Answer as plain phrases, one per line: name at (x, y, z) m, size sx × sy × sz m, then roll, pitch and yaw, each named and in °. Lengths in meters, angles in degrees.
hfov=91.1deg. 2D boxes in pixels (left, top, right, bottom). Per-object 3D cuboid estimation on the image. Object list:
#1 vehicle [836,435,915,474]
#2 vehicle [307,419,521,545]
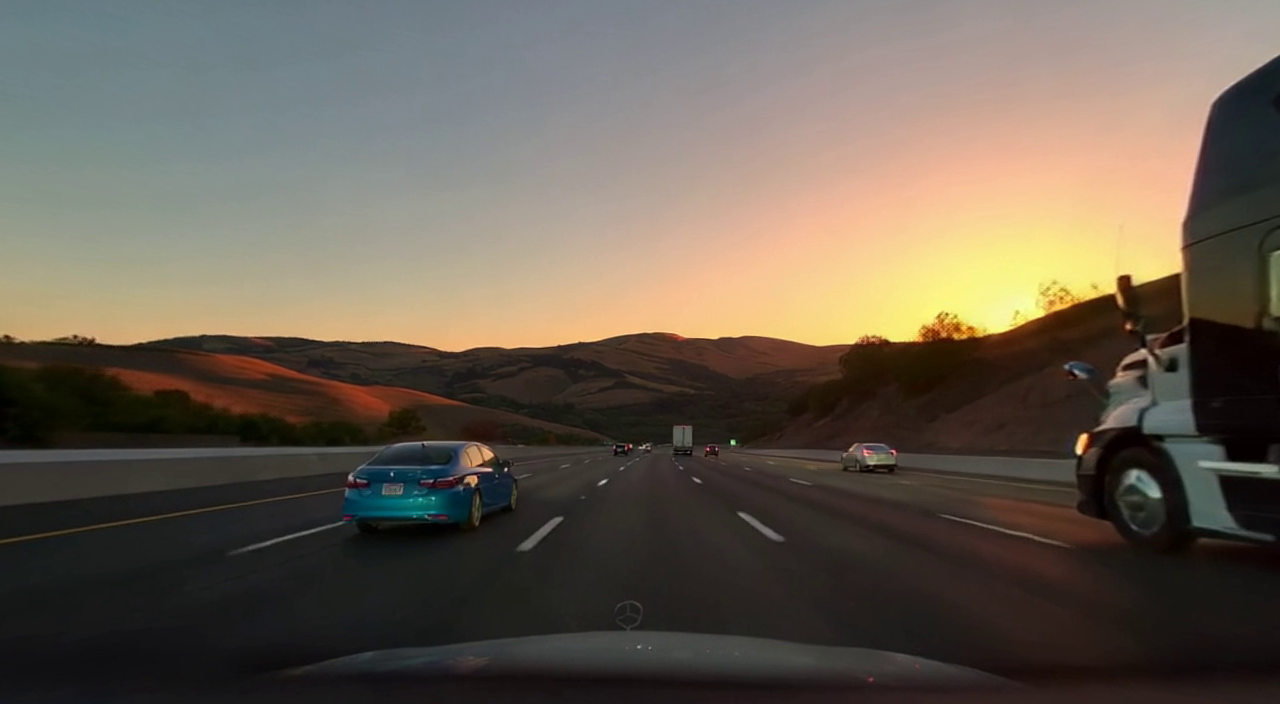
vehicle at (11.301, 4.960, 30.536) m, size 2.062 × 1.736 × 4.589 m, roll 0°, pitch -8°, yaw 0°
vehicle at (-3.297, 1.969, 10.112) m, size 1.967 × 1.615 × 3.886 m, roll 0°, pitch -8°, yaw 0°
